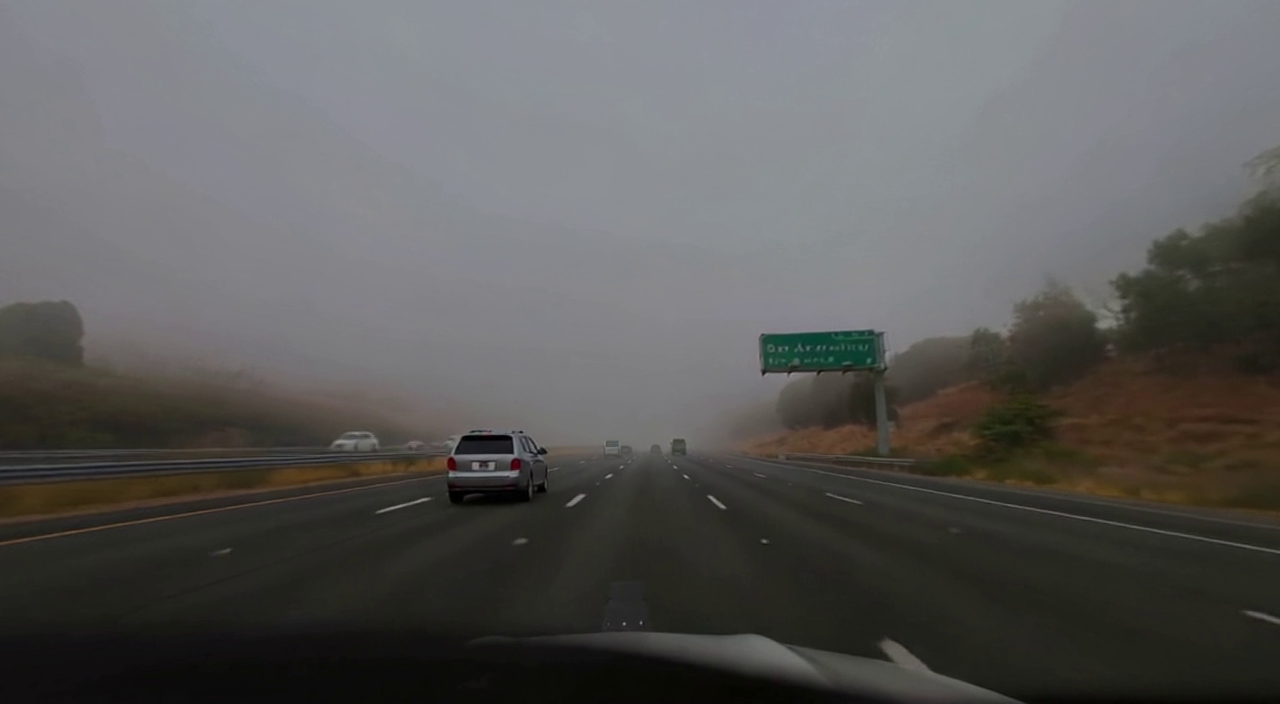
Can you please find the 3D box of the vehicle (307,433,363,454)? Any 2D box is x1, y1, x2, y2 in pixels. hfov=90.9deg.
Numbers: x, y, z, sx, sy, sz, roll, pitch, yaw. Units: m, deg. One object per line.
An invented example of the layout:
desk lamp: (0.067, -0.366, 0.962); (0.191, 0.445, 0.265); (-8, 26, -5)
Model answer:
vehicle: (-23.285, 7.025, 48.330); (1.947, 1.558, 4.555); (-1, -9, 1)

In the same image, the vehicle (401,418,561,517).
vehicle: (-3.317, 2.557, 14.391); (2.218, 1.848, 4.789); (-1, -9, 2)
